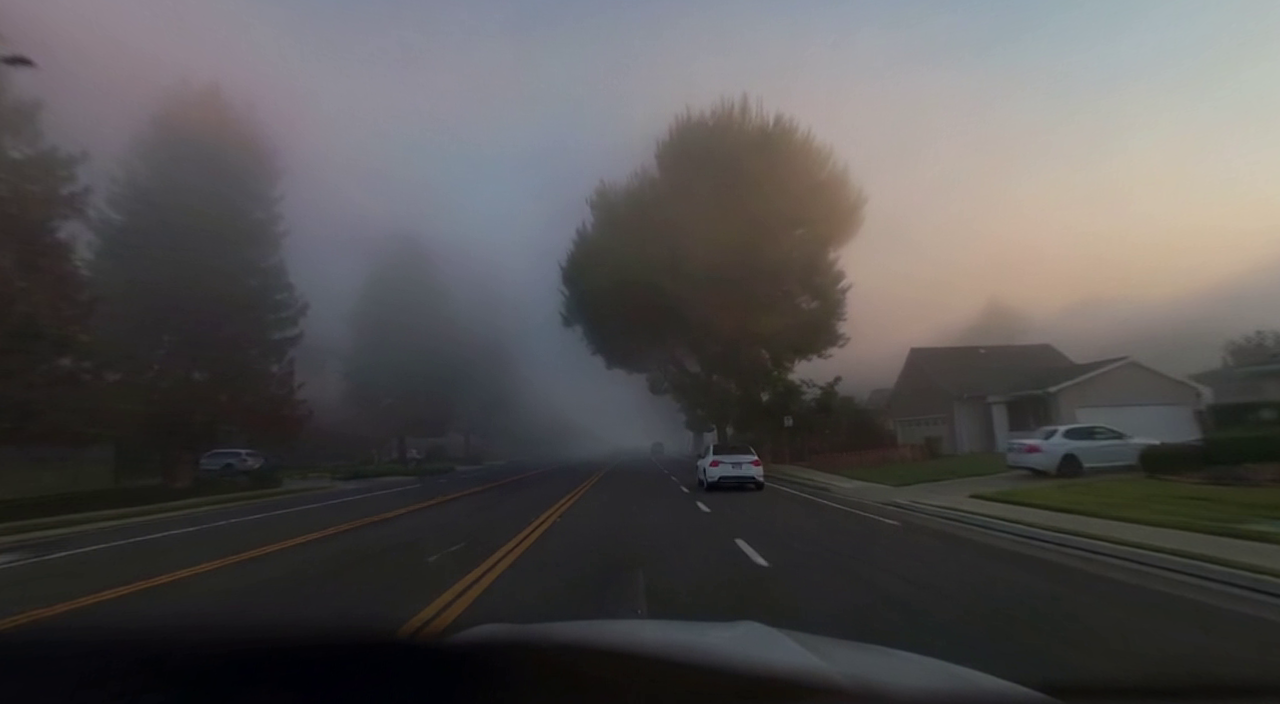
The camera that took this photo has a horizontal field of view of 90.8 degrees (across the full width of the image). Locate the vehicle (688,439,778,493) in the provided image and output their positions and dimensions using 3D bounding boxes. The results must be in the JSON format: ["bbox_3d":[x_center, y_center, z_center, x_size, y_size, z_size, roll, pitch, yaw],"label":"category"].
[{"bbox_3d":[2.775,3.509,19.824,2.057,1.493,4.225,0,-8,-2],"label":"vehicle"}]
